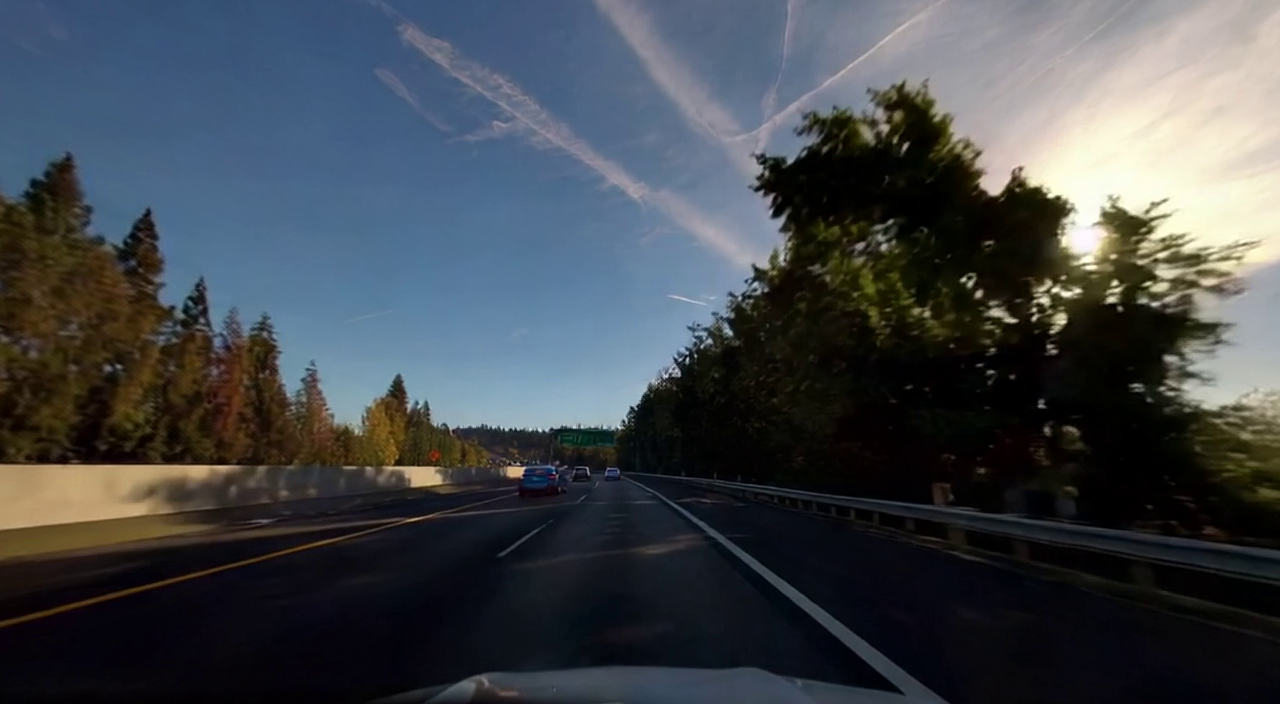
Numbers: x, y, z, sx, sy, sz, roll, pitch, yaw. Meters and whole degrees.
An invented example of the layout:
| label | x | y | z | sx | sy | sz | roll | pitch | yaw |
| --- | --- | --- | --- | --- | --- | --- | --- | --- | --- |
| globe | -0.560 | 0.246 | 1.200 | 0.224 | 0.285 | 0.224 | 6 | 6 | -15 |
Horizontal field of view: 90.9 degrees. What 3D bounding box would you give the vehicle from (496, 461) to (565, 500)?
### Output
| label | x | y | z | sx | sy | sz | roll | pitch | yaw |
| --- | --- | --- | --- | --- | --- | --- | --- | --- | --- |
| vehicle | -4.907 | 5.864 | 28.961 | 2.328 | 1.559 | 5.041 | 1 | -11 | -1 |
